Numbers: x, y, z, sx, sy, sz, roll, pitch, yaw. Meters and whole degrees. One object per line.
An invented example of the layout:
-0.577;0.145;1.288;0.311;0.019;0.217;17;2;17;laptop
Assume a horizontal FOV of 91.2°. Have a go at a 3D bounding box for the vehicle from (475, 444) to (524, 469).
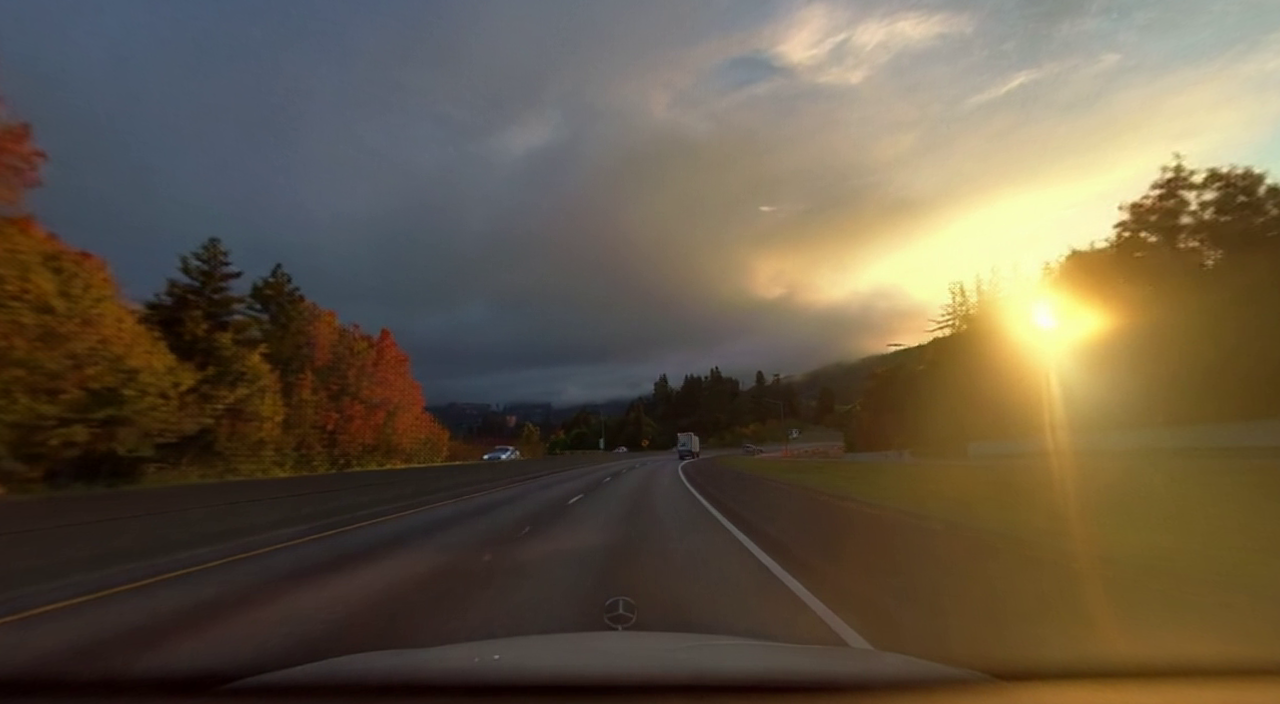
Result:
-10.746;8.056;48.426;2.145;1.788;5.253;-1;-9;6;vehicle
